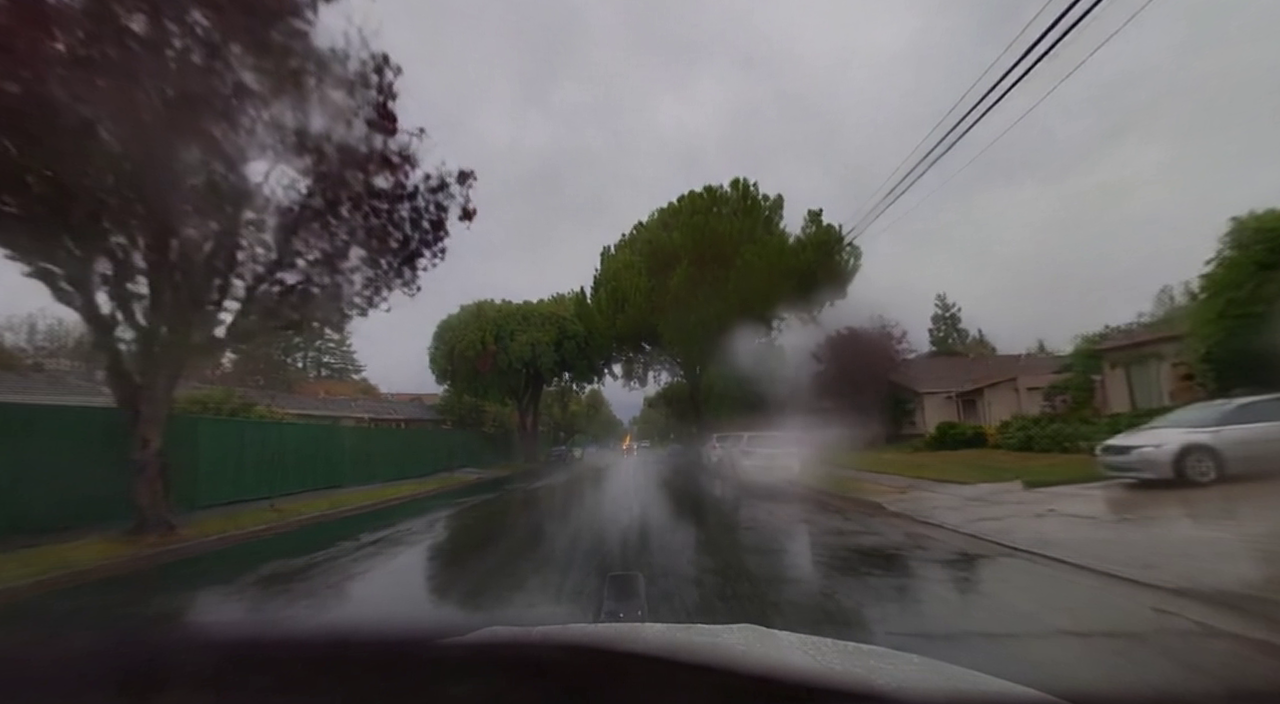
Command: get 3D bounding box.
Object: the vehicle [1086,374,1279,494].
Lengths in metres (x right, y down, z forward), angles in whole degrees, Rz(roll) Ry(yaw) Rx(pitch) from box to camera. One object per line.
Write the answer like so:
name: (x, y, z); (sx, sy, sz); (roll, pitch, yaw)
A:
vehicle: (10.915, 1.379, 10.663); (5.046, 1.800, 2.201); (0, -8, 0)

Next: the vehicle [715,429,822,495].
vehicle: (3.582, 3.175, 18.659); (2.122, 1.673, 4.876); (0, -8, 0)
